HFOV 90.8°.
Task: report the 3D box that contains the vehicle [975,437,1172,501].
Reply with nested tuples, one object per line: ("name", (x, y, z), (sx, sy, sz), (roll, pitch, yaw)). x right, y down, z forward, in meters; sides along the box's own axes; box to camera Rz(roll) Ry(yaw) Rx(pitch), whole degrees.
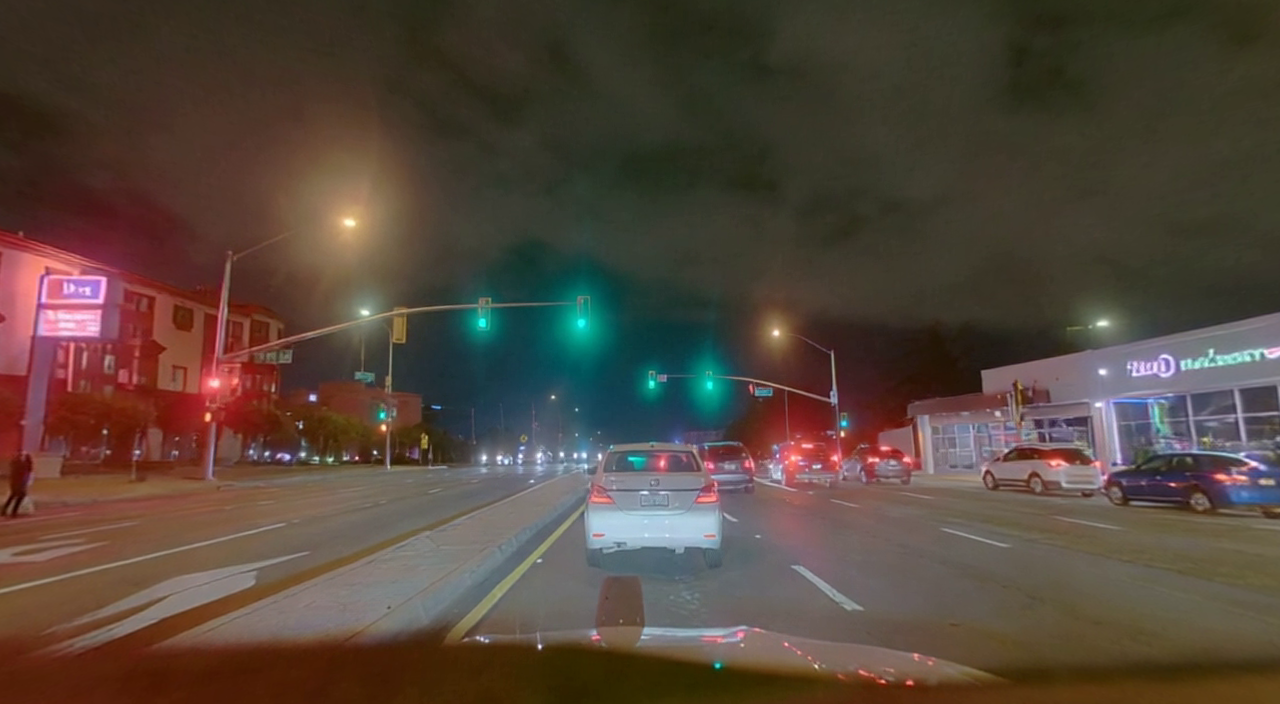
("vehicle", (14.063, 3.820, 21.162), (2.309, 1.819, 5.793), (0, -9, -2))

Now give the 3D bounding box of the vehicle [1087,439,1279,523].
("vehicle", (14.178, 3.088, 15.774), (2.235, 1.721, 5.230), (0, -9, 1))

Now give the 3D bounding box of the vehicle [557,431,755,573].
("vehicle", (0.139, 1.904, 8.816), (2.067, 1.471, 4.241), (0, -9, -1))
